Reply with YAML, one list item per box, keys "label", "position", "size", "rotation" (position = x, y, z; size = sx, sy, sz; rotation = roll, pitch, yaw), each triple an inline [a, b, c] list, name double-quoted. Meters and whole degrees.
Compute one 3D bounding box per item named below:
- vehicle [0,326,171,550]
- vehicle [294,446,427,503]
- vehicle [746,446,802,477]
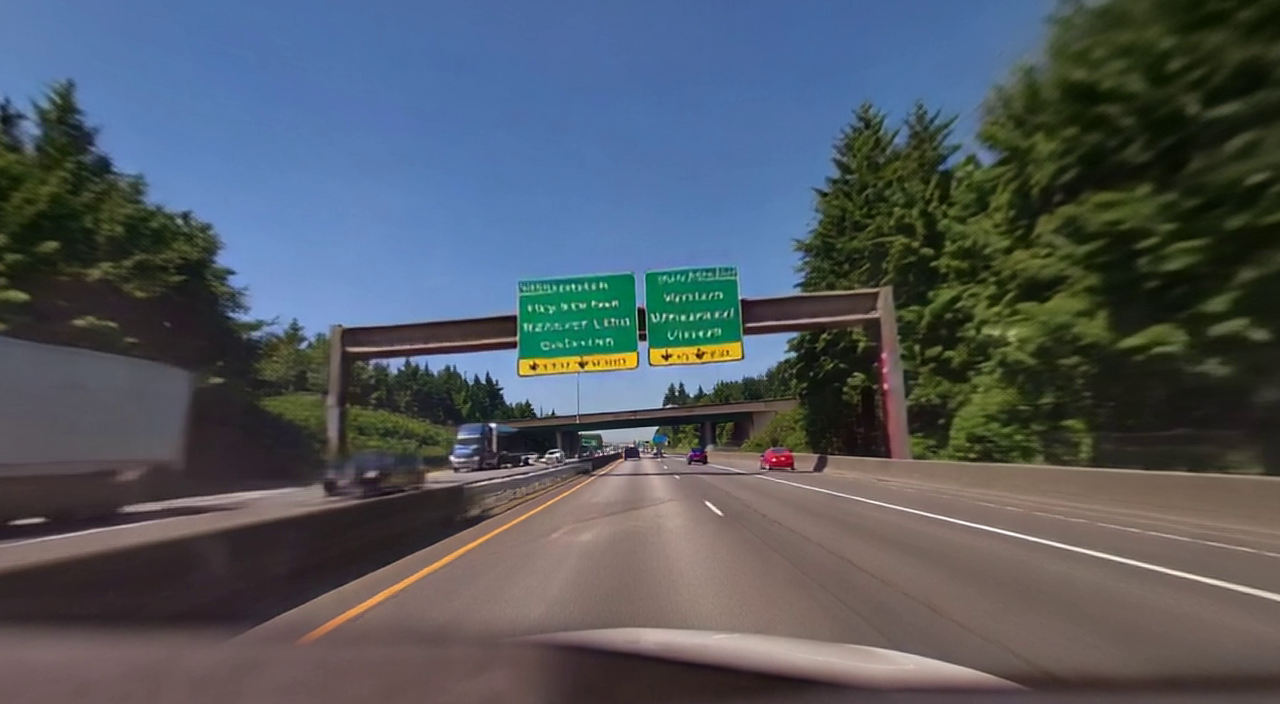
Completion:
- label: "vehicle"
  position: [-13.279, 1.078, 8.425]
  size: [3.133, 4.027, 14.079]
  rotation: [0, -9, 0]
- label: "vehicle"
  position: [-8.628, 3.818, 20.028]
  size: [2.081, 1.569, 4.607]
  rotation: [0, -9, 0]
- label: "vehicle"
  position: [6.847, 5.635, 32.612]
  size: [1.987, 1.473, 4.244]
  rotation: [0, -9, 0]
